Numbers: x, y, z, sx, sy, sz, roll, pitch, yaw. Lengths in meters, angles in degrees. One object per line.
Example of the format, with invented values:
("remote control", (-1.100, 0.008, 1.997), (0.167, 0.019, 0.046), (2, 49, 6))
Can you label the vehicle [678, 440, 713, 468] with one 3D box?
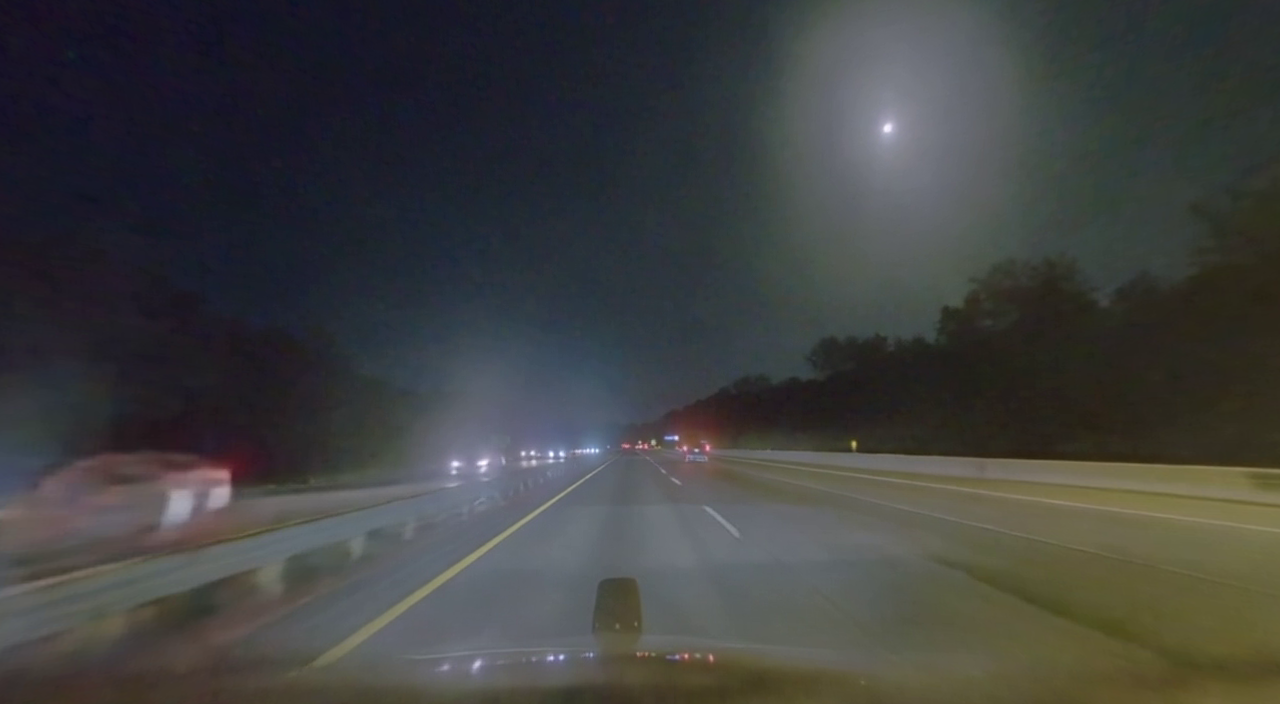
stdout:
("vehicle", (3.356, 6.194, 38.253), (1.972, 1.614, 4.025), (-1, -9, 5))

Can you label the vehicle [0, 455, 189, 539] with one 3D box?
("vehicle", (-12.921, 3.210, 14.504), (1.920, 1.572, 4.264), (0, -9, -3))

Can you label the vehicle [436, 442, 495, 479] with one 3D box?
("vehicle", (-8.852, 5.531, 32.171), (2.032, 1.690, 4.489), (0, -9, -5))
